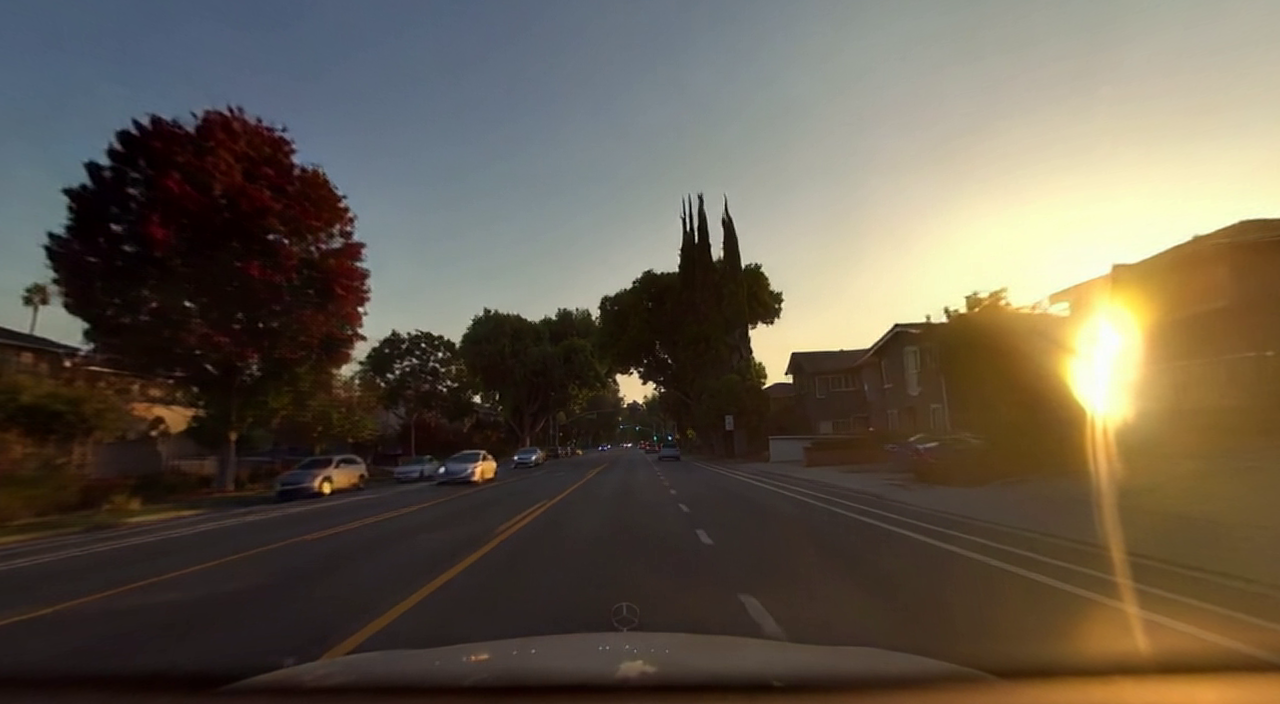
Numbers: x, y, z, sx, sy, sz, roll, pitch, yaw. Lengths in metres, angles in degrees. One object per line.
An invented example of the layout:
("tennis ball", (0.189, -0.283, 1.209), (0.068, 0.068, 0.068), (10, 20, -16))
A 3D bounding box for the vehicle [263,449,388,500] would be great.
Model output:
("vehicle", (-12.344, 4.832, 25.379), (2.094, 1.797, 5.655), (0, -9, 0))

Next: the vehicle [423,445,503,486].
("vehicle", (-7.227, 4.658, 26.297), (2.004, 1.508, 4.525), (0, -9, 0))

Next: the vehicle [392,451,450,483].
("vehicle", (-12.516, 6.590, 36.394), (1.969, 1.613, 4.129), (-3, -9, -1))

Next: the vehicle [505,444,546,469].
("vehicle", (-8.253, 7.553, 46.006), (2.053, 1.713, 4.618), (0, -9, 1))
